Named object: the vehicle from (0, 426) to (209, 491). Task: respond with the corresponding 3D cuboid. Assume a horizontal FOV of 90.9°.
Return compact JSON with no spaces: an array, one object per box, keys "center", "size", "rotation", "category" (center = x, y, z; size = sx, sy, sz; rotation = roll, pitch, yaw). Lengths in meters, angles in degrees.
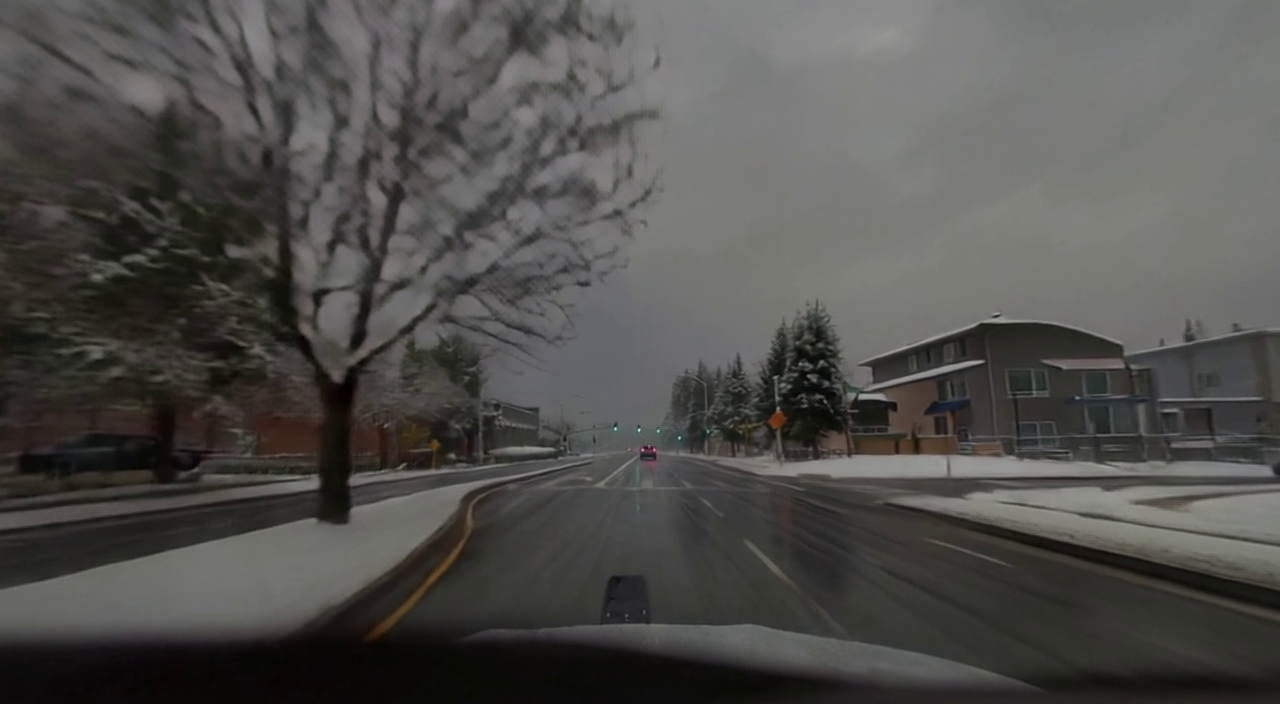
[{"center":[-23.152,4.624,27.526],"size":[6.364,2.595,2.828],"rotation":[0,-9,-3],"category":"vehicle"}]
